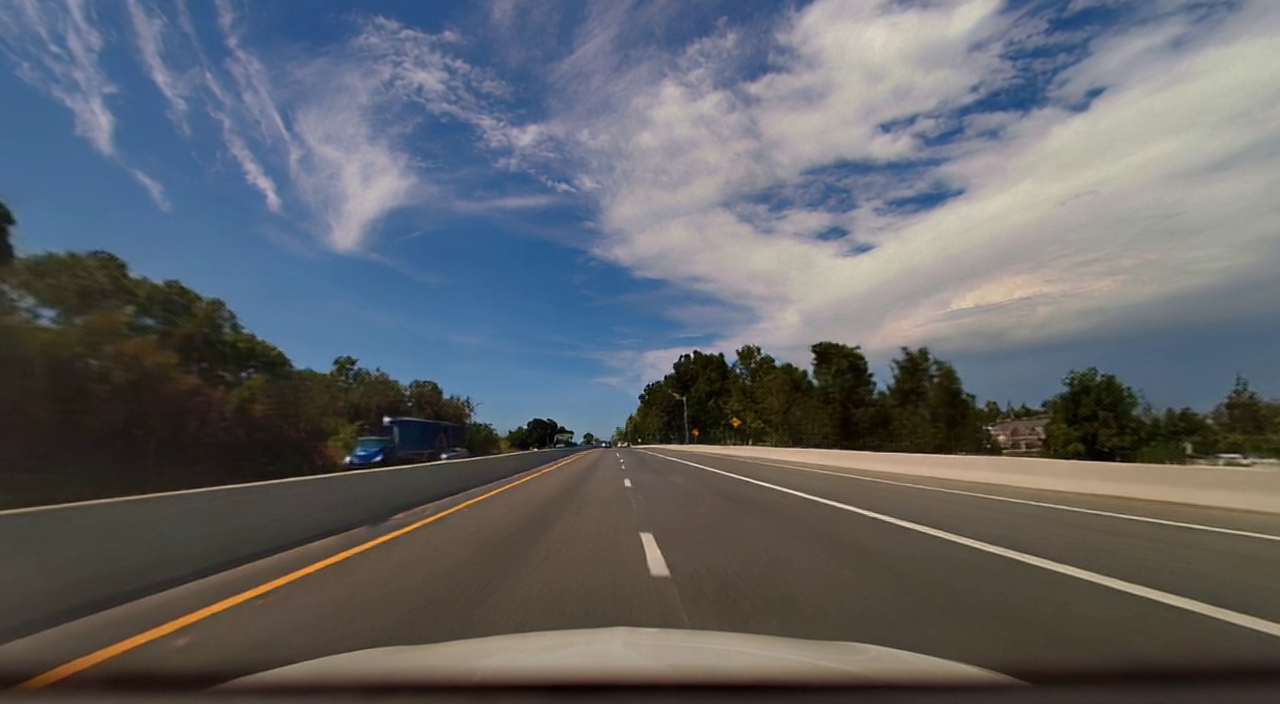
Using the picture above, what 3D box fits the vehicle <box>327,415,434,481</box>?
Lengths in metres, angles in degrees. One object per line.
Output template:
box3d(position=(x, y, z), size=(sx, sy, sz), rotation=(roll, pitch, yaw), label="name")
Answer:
box3d(position=(-16.024, 6.039, 39.921), size=(2.767, 3.576, 10.408), rotation=(0, -8, -3), label="vehicle")
